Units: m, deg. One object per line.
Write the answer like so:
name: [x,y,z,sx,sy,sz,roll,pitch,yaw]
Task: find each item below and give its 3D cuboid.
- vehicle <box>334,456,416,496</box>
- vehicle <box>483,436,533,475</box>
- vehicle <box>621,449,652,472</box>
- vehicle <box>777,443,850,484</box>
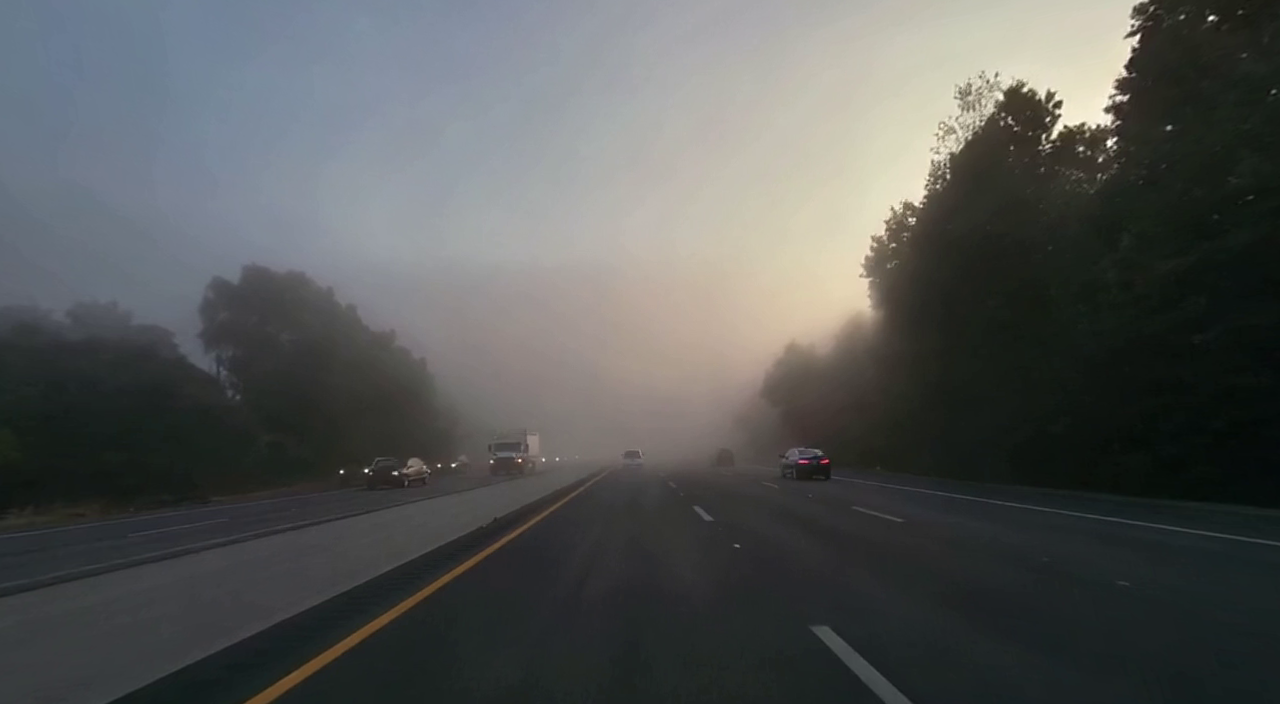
vehicle: [-12.166,5.681,29.282,1.996,1.632,4.083,0,-9,0]
vehicle: [-8.922,7.046,43.233,2.207,2.457,5.719,0,-9,0]
vehicle: [-0.214,7.341,42.910,2.021,1.507,4.272,0,-9,0]
vehicle: [7.247,4.667,26.697,1.903,1.566,3.866,0,-9,-1]
